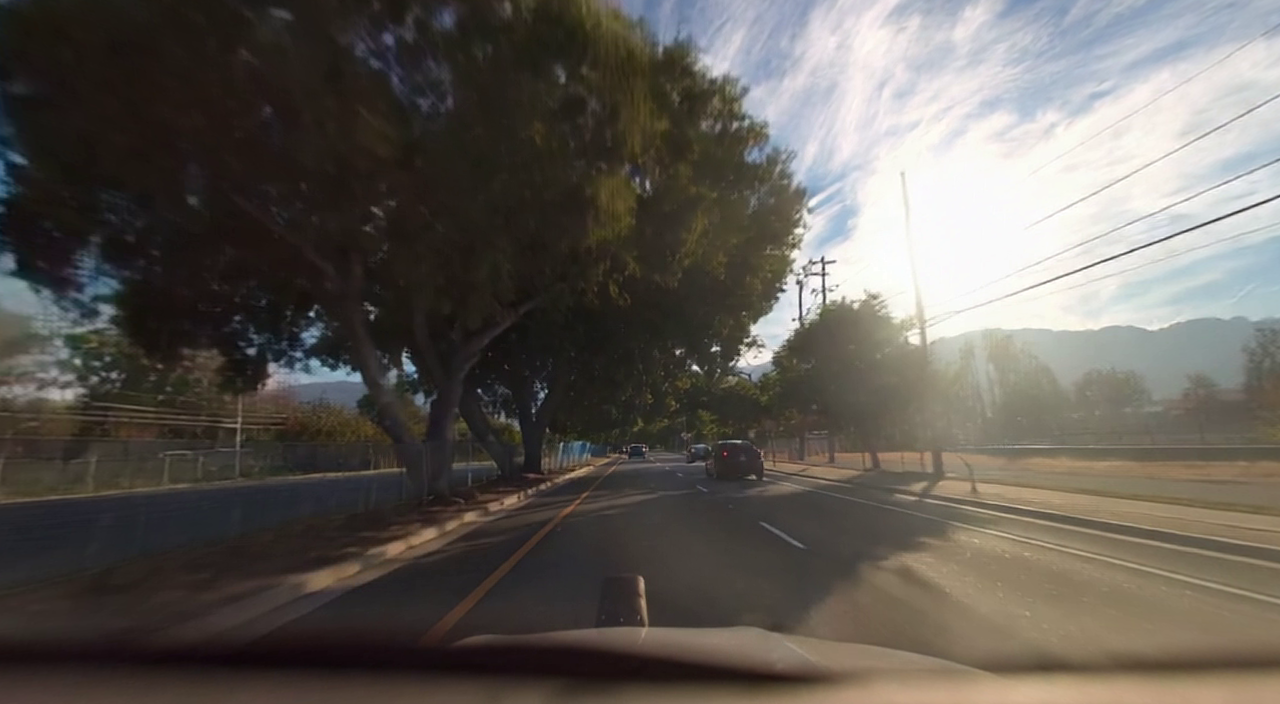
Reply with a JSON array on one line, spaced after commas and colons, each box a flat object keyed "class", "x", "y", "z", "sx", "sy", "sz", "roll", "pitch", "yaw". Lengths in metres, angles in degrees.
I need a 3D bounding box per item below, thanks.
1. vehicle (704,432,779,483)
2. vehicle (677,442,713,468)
[{"class": "vehicle", "x": 3.976, "y": 4.237, "z": 25.564, "sx": 2.112, "sy": 1.825, "sz": 4.574, "roll": 0, "pitch": -9, "yaw": -2}, {"class": "vehicle", "x": 3.726, "y": 7.100, "z": 43.642, "sx": 2.012, "sy": 1.653, "sz": 4.115, "roll": 0, "pitch": -9, "yaw": -2}]
